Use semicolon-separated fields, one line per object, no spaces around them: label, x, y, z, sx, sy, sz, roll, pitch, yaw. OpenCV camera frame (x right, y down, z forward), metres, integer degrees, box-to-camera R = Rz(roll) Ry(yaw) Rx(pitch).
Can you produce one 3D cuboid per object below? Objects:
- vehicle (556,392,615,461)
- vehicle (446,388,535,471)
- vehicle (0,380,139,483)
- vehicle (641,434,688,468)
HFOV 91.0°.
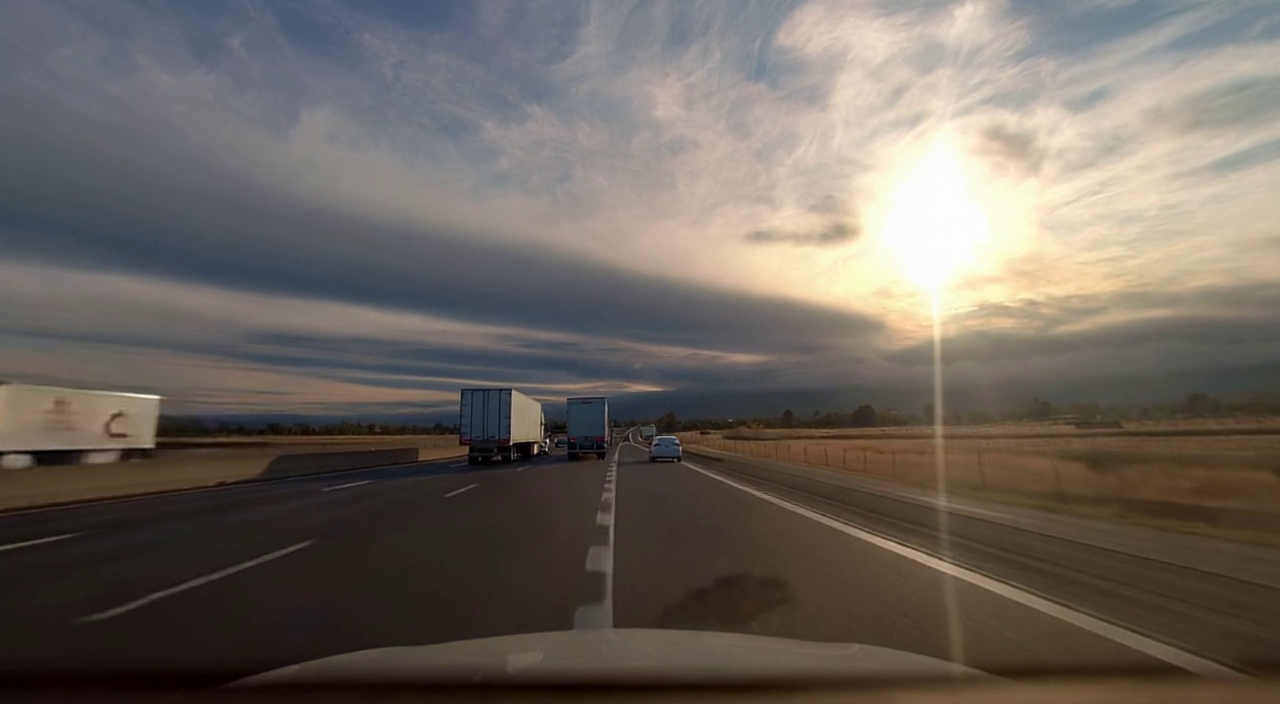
vehicle;-3.715;5.616;46.064;3.475;4.037;17.454;0;-8;-3
vehicle;-6.765;3.674;29.578;2.728;3.405;7.096;0;-8;-3
vehicle;-26.616;3.384;26.527;2.933;3.990;9.988;0;-8;-2
vehicle;1.088;4.647;29.812;1.891;1.477;3.599;0;-8;-3
